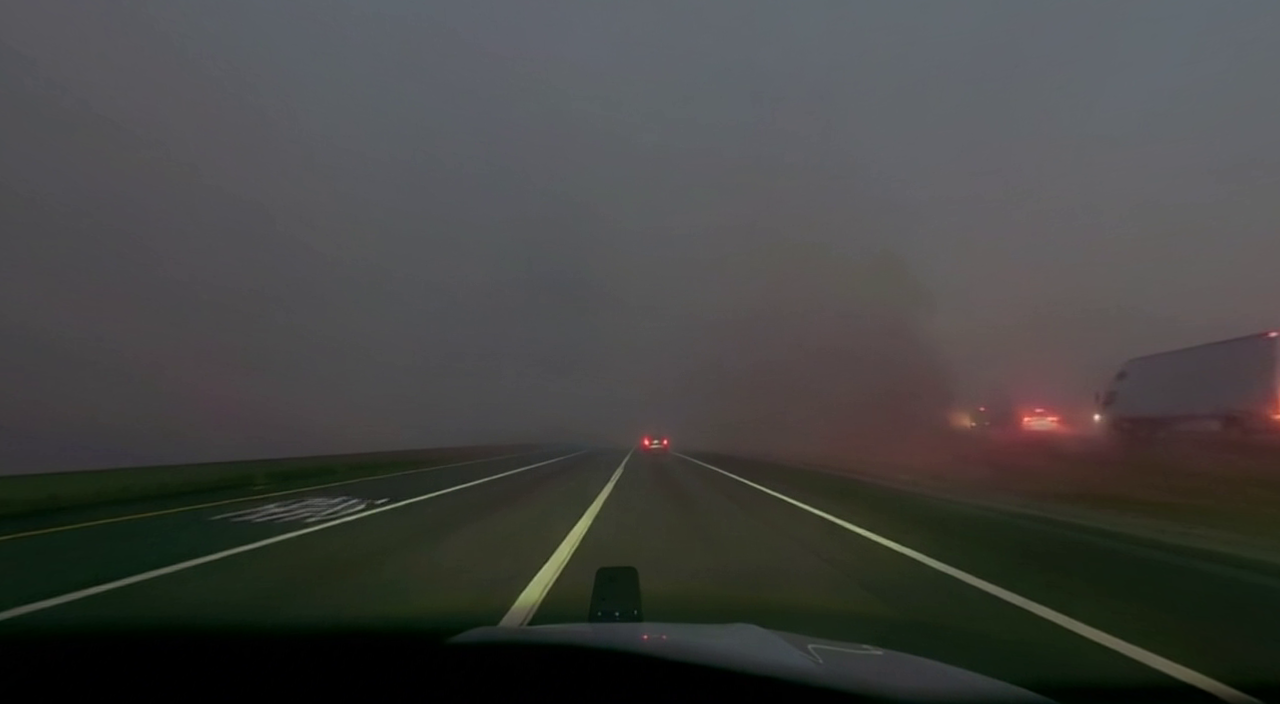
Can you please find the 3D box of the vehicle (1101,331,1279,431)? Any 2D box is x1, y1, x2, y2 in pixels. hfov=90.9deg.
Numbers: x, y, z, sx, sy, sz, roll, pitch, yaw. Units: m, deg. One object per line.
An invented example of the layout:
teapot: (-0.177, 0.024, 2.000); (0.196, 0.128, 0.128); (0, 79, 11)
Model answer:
vehicle: (33.318, 1.812, 35.214); (2.910, 4.578, 16.580); (-5, -9, 2)

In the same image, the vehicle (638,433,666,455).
vehicle: (0.926, 7.177, 49.449); (2.069, 1.660, 4.040); (0, -8, -1)
